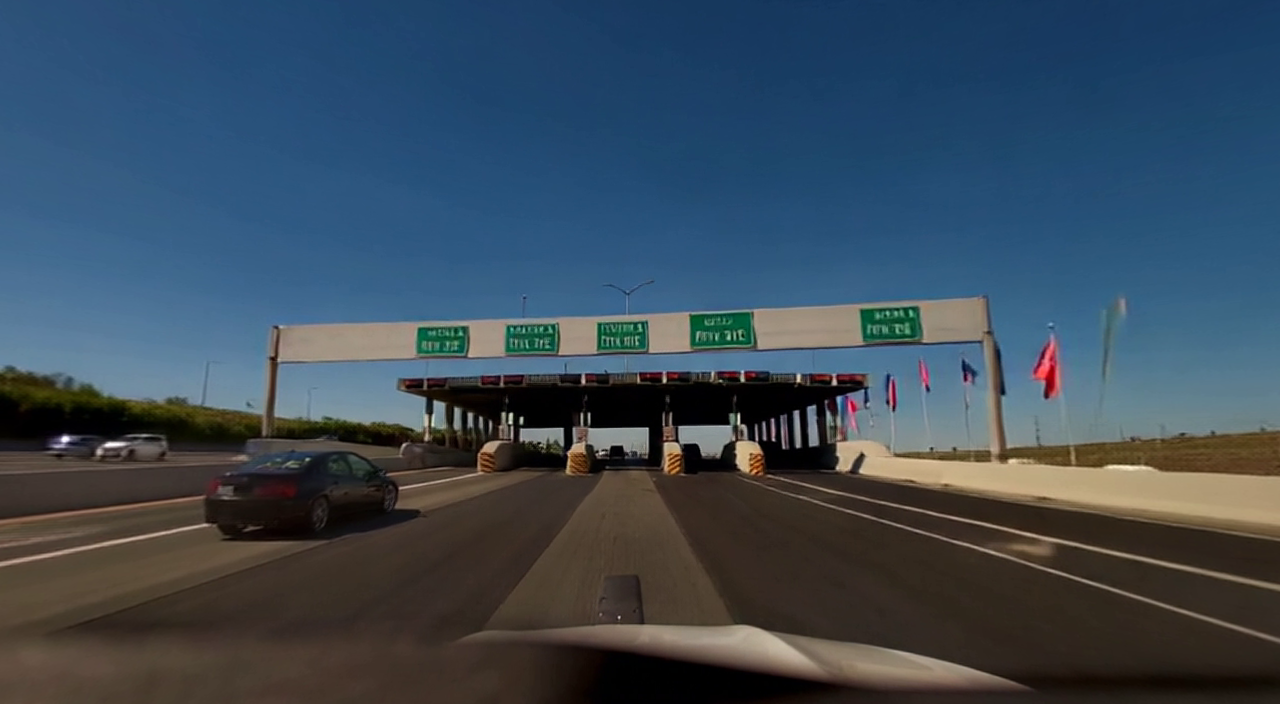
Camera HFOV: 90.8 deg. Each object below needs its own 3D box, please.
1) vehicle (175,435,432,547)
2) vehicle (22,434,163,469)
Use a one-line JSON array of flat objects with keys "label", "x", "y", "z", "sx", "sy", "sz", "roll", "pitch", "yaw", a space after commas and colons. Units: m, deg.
[{"label": "vehicle", "x": -5.192, "y": 2.176, "z": 10.603, "sx": 1.981, "sy": 1.465, "sz": 4.334, "roll": 0, "pitch": -8, "yaw": -1}, {"label": "vehicle", "x": -29.979, "y": 5.446, "z": 34.743, "sx": 5.430, "sy": 1.835, "sz": 2.267, "roll": 1, "pitch": -9, "yaw": -4}]
